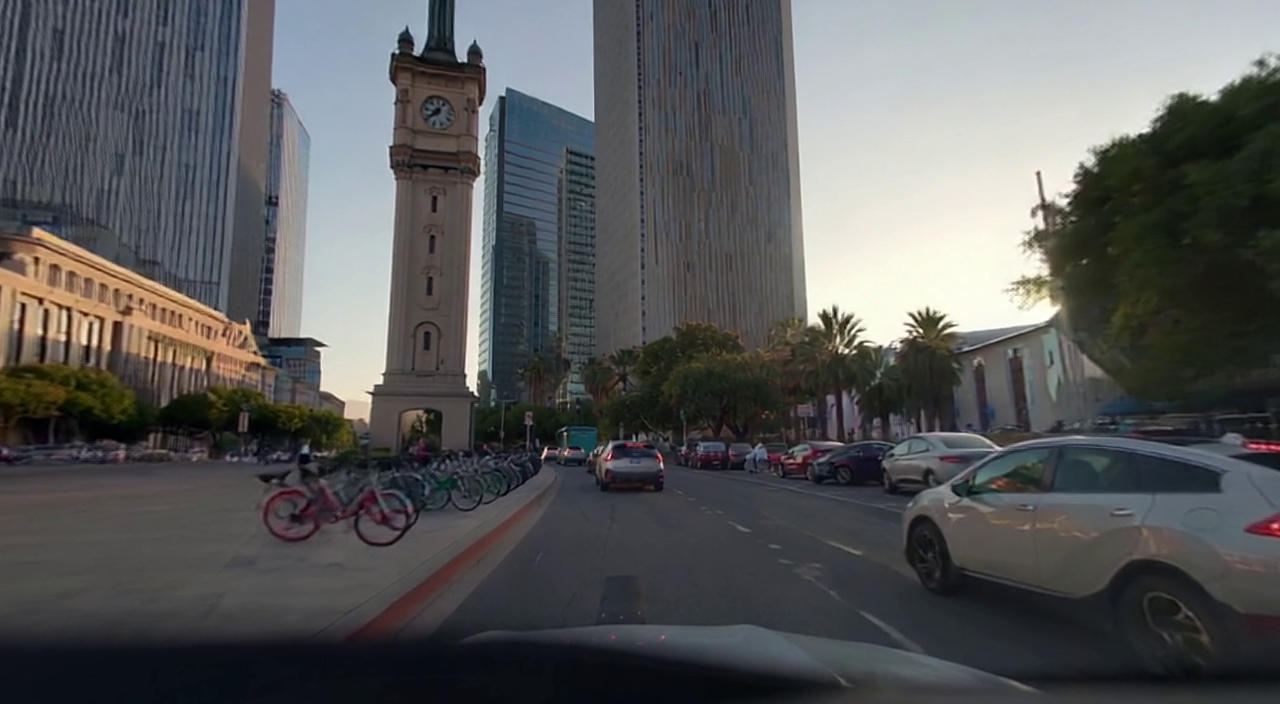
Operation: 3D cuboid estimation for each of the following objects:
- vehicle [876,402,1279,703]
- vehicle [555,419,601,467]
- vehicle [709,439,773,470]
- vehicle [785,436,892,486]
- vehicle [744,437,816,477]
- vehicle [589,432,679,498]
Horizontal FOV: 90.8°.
[{"bbox_3d":[3.672,1.207,4.273,2.116,1.500,4.702,0,-9,-3],"label":"vehicle"},{"bbox_3d":[-4.190,6.024,41.695,2.400,2.872,6.053,2,-9,-11],"label":"vehicle"},{"bbox_3d":[5.518,5.708,35.370,1.945,1.623,5.013,2,-9,-11],"label":"vehicle"},{"bbox_3d":[7.185,3.975,23.437,2.067,1.641,4.569,1,-9,-6],"label":"vehicle"},{"bbox_3d":[6.467,4.903,29.717,1.860,1.684,4.211,1,-9,-8],"label":"vehicle"},{"bbox_3d":[-0.294,3.049,17.409,2.111,1.605,3.832,1,-9,-6],"label":"vehicle"}]
